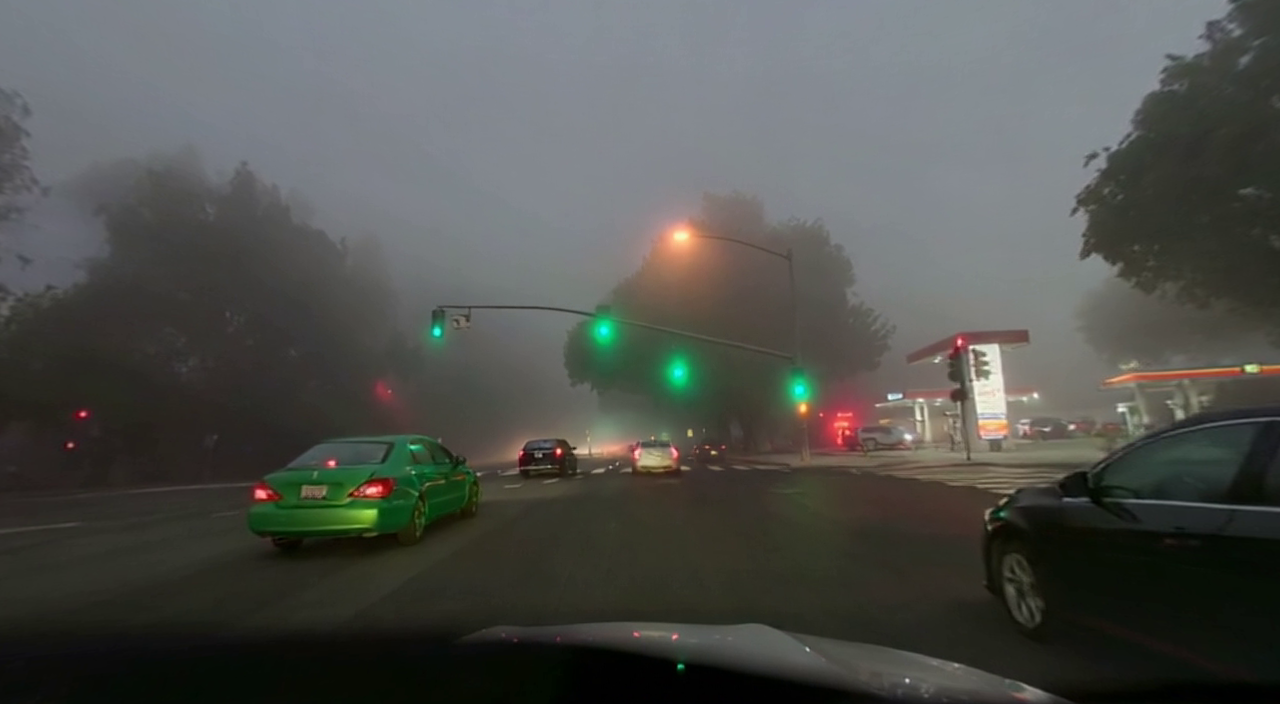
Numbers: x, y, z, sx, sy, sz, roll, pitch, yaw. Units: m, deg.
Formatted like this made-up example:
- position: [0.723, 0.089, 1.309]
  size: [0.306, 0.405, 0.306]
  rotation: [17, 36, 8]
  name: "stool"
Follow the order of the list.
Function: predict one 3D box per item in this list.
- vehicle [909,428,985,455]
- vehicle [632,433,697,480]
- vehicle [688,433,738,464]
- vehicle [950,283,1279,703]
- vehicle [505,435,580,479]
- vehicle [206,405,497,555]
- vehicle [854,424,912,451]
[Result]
- position: [18.037, 5.304, 37.340]
  size: [2.081, 1.482, 4.860]
  rotation: [0, -8, 1]
  name: "vehicle"
- position: [0.796, 3.511, 21.471]
  size: [1.994, 1.433, 3.894]
  rotation: [-1, -8, 1]
  name: "vehicle"
- position: [3.675, 4.949, 32.550]
  size: [1.920, 1.479, 4.548]
  rotation: [0, -8, -1]
  name: "vehicle"
- position: [3.366, 0.676, 2.493]
  size: [1.992, 1.805, 4.549]
  rotation: [0, -8, 1]
  name: "vehicle"
- position: [-3.491, 3.863, 23.434]
  size: [1.995, 1.436, 4.500]
  rotation: [0, -8, 1]
  name: "vehicle"
- position: [-3.831, 1.806, 9.630]
  size: [2.023, 1.687, 4.874]
  rotation: [-1, -8, 2]
  name: "vehicle"
- position: [16.894, 6.002, 44.098]
  size: [2.110, 1.744, 4.928]
  rotation: [-1, -8, 1]
  name: "vehicle"
